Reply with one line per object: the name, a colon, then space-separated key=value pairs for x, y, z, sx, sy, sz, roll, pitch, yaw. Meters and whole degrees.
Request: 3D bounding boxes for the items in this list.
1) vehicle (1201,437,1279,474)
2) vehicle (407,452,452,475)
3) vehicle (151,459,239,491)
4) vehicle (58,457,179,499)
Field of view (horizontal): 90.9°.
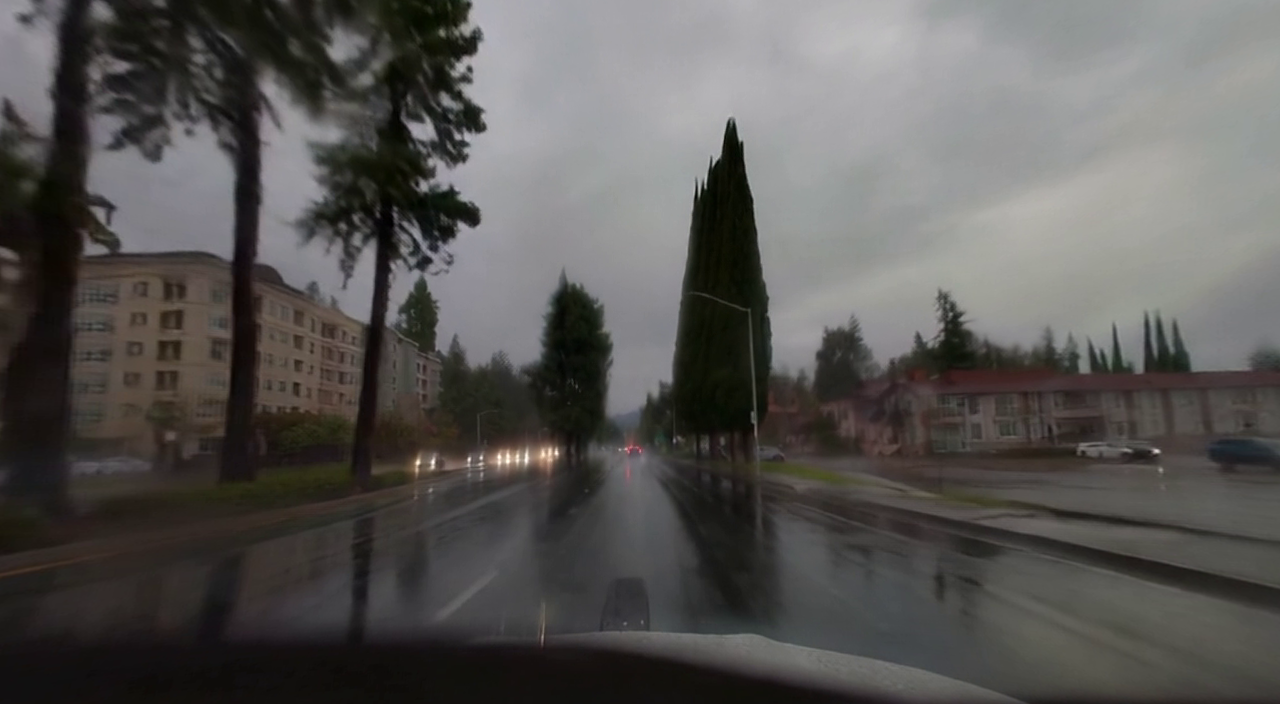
vehicle: x=26.797 y=4.537 z=27.772 sx=2.002 sy=1.460 sz=4.533 roll=-5 pitch=-10 yaw=28
vehicle: x=-15.240 y=8.047 z=45.855 sx=1.879 sy=1.544 sz=4.144 roll=0 pitch=-9 yaw=-1
vehicle: x=-25.089 y=6.906 z=35.725 sx=1.864 sy=1.640 sz=4.217 roll=1 pitch=-9 yaw=-1
vehicle: x=-25.001 y=6.035 z=30.469 sx=1.961 sy=1.773 sz=4.716 roll=1 pitch=-9 yaw=-4
